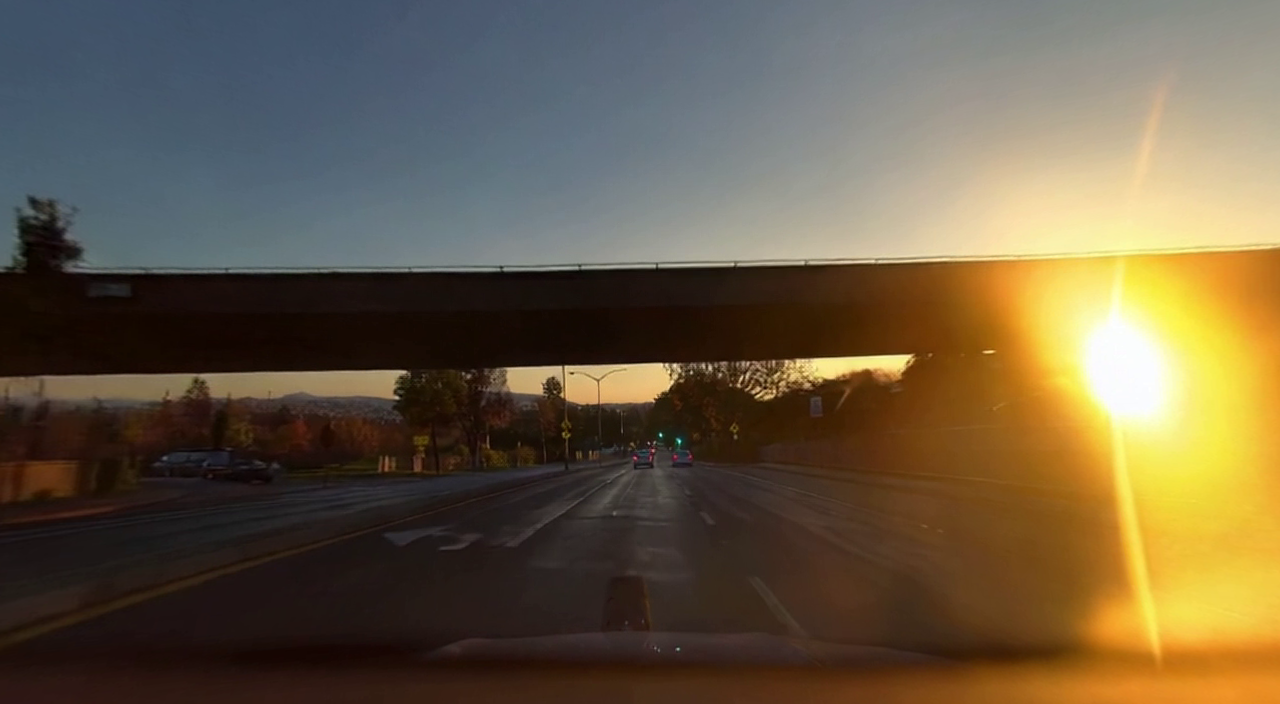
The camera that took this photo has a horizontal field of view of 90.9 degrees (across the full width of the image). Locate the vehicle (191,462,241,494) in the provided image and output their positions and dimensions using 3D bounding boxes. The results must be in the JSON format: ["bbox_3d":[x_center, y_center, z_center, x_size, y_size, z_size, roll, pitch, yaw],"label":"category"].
[{"bbox_3d":[-25.640,7.598,38.249,1.847,1.698,4.345,4,-10,-26],"label":"vehicle"}]
